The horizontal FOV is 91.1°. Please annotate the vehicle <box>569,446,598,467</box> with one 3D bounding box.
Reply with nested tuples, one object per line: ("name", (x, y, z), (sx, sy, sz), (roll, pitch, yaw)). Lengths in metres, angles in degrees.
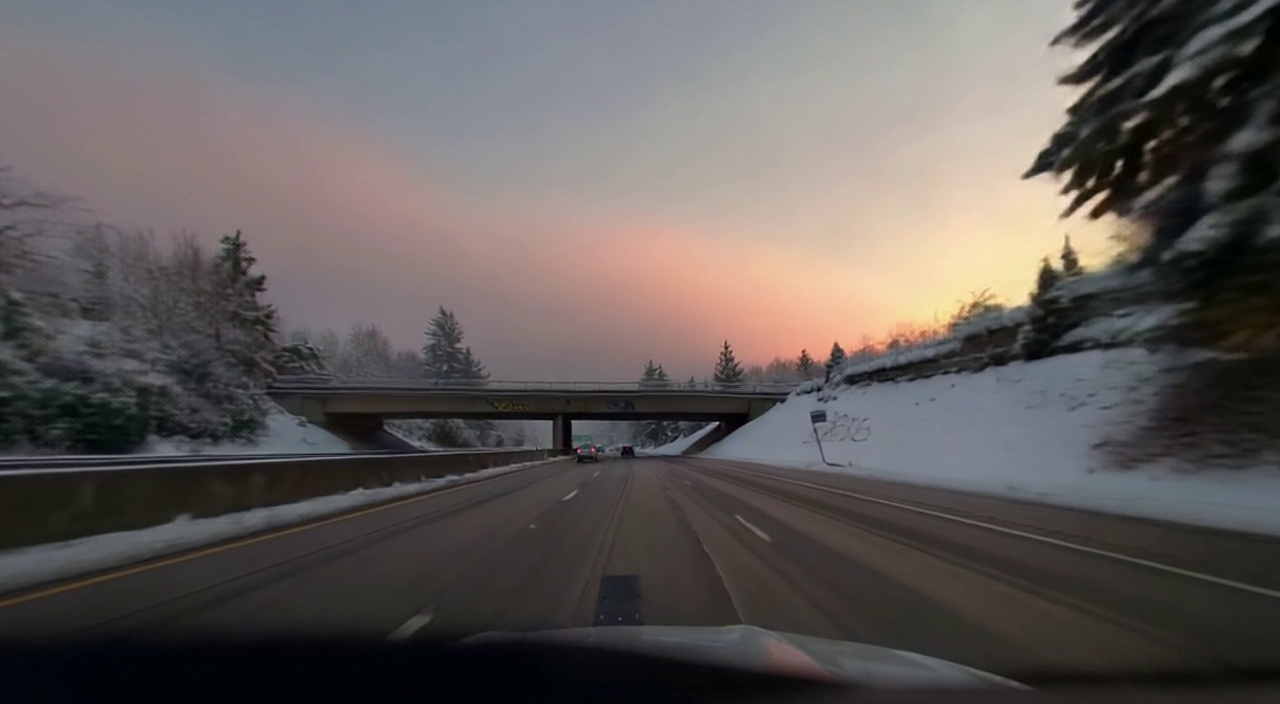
("vehicle", (-4.068, 7.608, 45.736), (1.871, 1.459, 3.771), (0, -9, -1))
